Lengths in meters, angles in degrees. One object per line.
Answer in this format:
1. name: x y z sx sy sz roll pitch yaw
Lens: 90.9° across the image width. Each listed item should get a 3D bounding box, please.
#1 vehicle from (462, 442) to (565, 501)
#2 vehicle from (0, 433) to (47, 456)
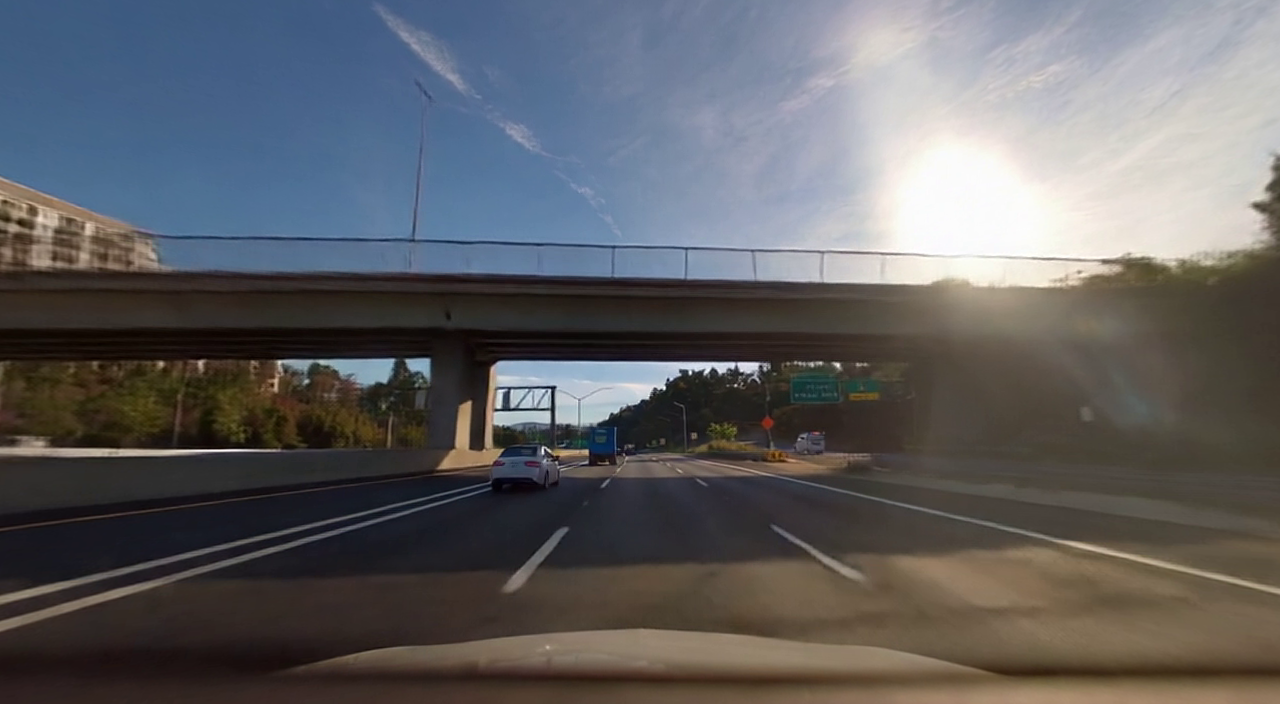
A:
1. vehicle: -3.551 3.448 18.589 2.039 1.478 4.483 0 -9 1
2. vehicle: -42.642 6.240 42.399 1.669 1.458 3.793 1 -9 0
